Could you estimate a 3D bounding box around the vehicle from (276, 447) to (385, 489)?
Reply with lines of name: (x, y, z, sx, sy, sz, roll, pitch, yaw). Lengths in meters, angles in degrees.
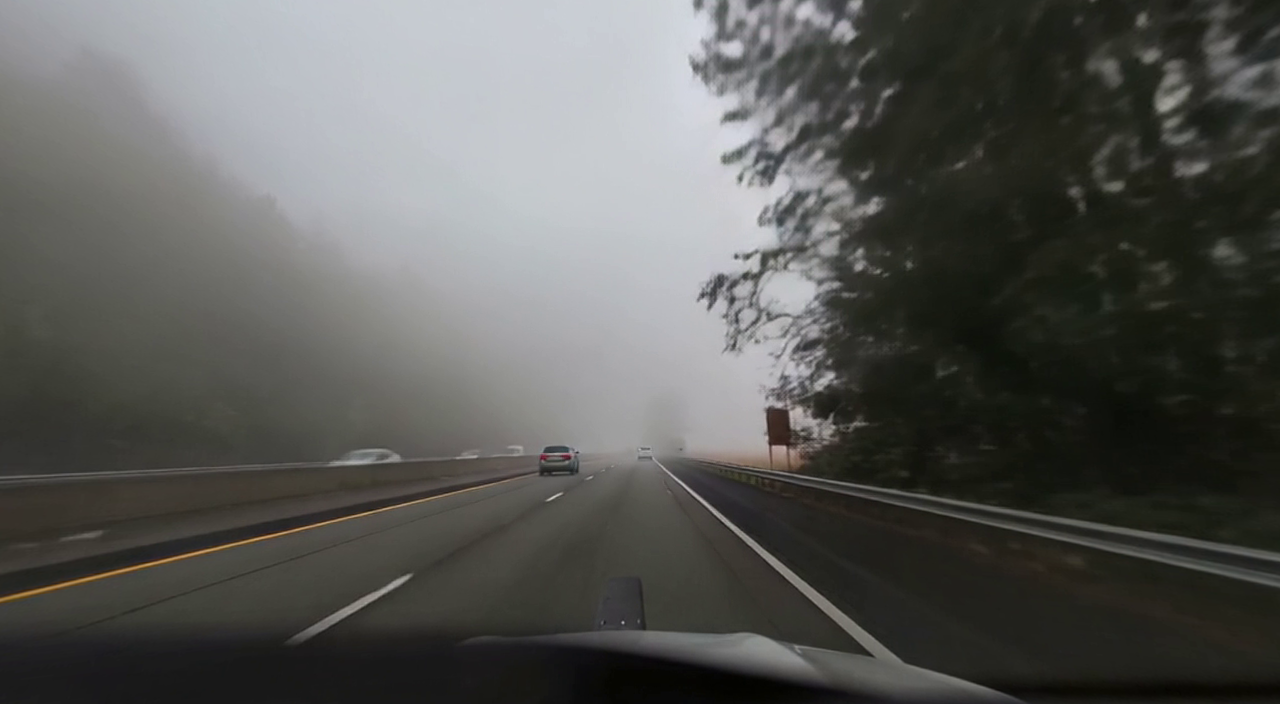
vehicle: (-12.683, 4.771, 26.269, 2.083, 1.536, 4.838, 0, -9, 0)

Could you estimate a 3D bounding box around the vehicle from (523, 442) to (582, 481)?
vehicle: (-3.983, 5.076, 29.485, 2.095, 1.664, 4.305, 0, -9, 1)
